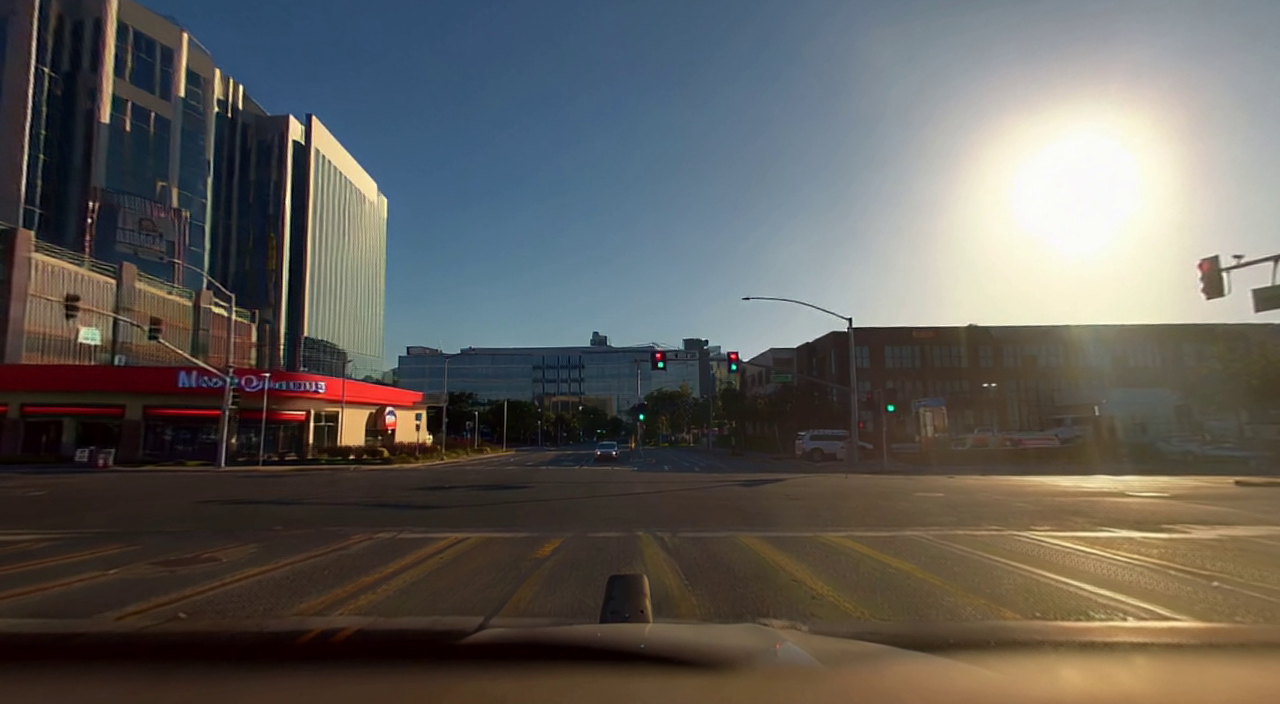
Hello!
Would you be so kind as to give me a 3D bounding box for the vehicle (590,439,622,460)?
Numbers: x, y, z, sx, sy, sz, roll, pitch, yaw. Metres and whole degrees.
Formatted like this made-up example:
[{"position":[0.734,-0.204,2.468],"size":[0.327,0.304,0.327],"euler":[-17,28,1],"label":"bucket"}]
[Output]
[{"position":[-2.492,7.281,47.265],"size":[2.104,1.468,4.195],"euler":[0,-8,1],"label":"vehicle"}]
